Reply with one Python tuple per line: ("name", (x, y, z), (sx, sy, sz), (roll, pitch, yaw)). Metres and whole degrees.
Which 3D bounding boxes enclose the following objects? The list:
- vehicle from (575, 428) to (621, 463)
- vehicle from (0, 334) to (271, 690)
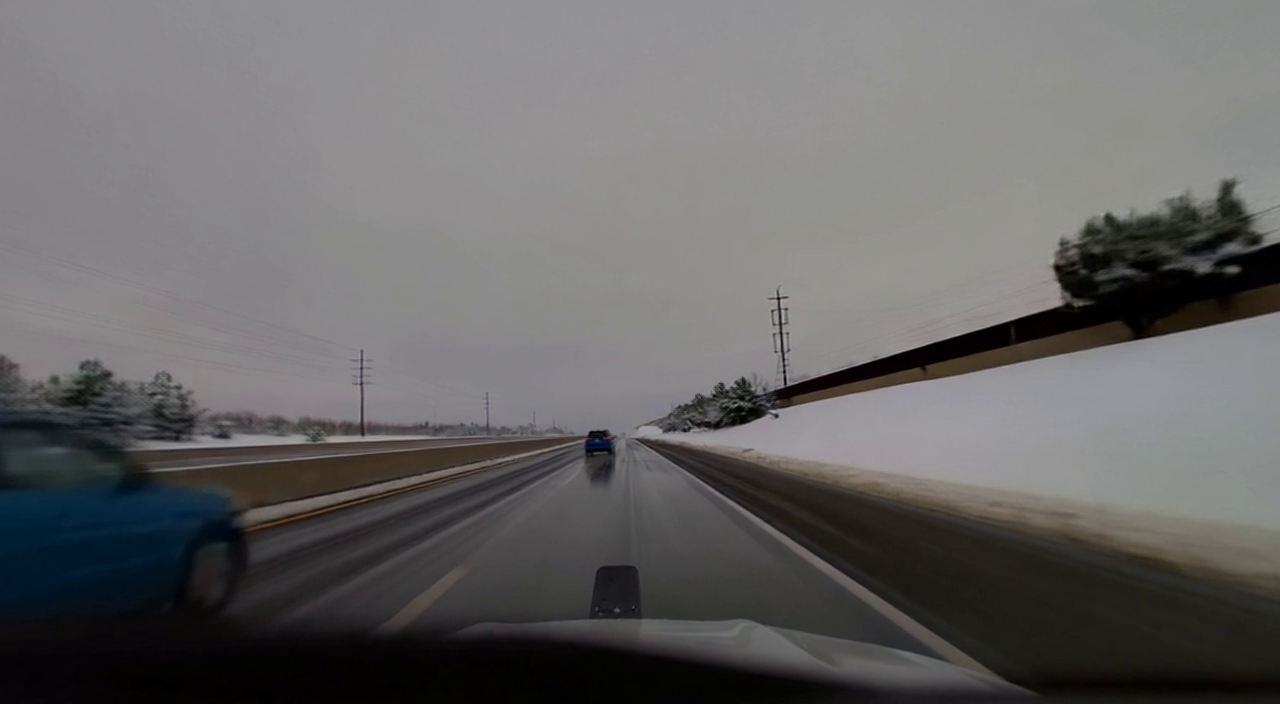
("vehicle", (-1.884, 4.336, 29.365), (1.999, 1.536, 3.969), (0, -8, -1))
("vehicle", (-4.179, 0.719, 2.627), (2.189, 1.704, 5.205), (0, -8, -1))
